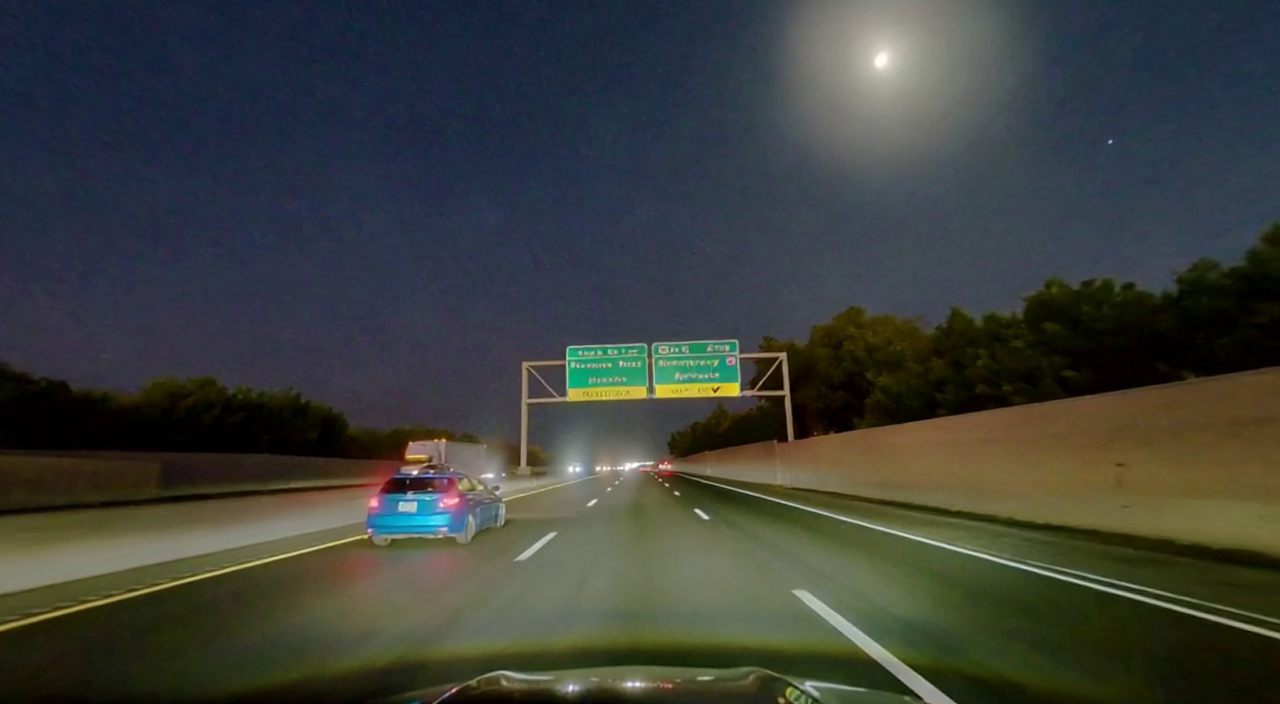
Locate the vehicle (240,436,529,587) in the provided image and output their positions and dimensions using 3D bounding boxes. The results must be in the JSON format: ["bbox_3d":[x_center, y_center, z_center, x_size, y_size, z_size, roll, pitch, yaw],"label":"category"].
[{"bbox_3d":[-3.019,2.045,8.778,2.045,1.487,4.582,1,-10,0],"label":"vehicle"}]
